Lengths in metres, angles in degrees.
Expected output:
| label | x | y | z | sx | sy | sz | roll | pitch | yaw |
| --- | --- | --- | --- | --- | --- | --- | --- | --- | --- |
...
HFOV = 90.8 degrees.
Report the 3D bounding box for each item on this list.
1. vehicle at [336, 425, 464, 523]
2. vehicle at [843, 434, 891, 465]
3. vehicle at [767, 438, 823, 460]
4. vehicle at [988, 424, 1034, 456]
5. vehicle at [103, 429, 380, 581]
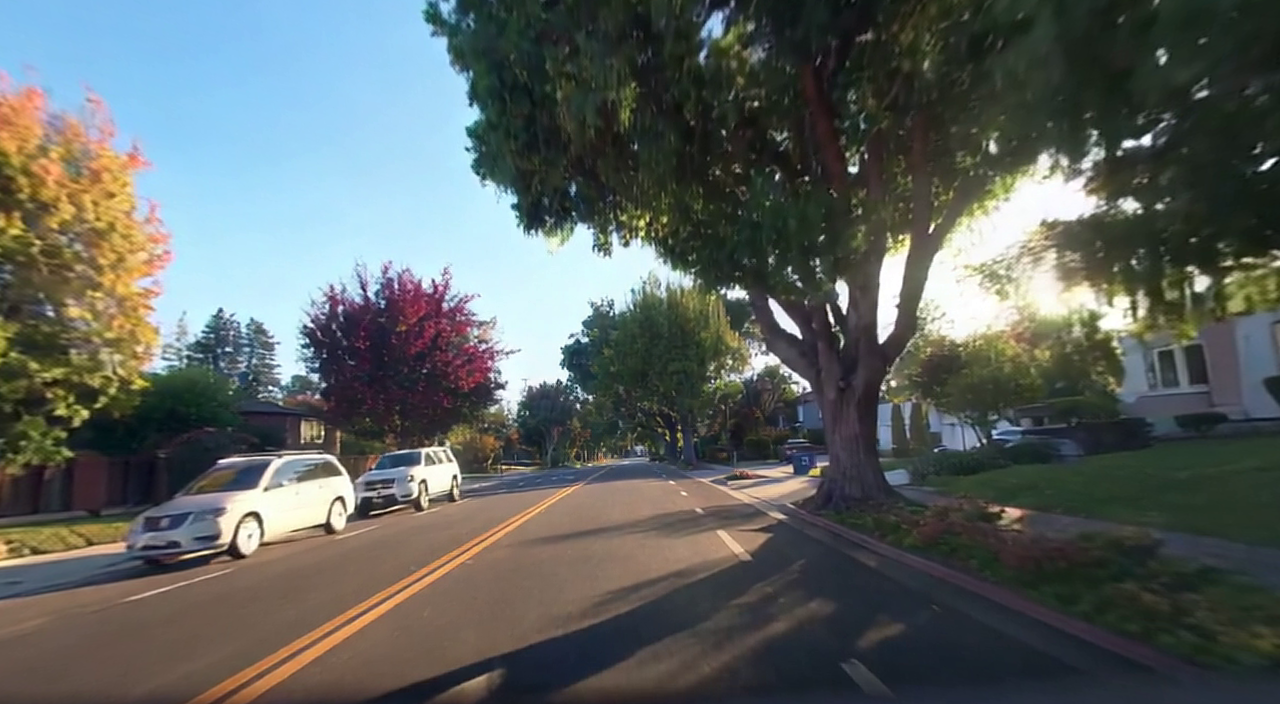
| label | x | y | z | sx | sy | sz | roll | pitch | yaw |
| --- | --- | --- | --- | --- | --- | --- | --- | --- | --- |
| vehicle | -6.872 | 3.523 | 18.601 | 2.057 | 2.317 | 4.386 | -6 | -10 | -1 |
| vehicle | 13.690 | 5.862 | 37.912 | 1.860 | 1.697 | 4.292 | -5 | -10 | 30 |
| vehicle | 9.260 | 5.855 | 38.106 | 1.922 | 1.263 | 4.664 | 0 | -9 | -3 |
| vehicle | 21.687 | 5.163 | 37.066 | 1.956 | 1.632 | 3.922 | -9 | -11 | 27 |
| vehicle | -6.967 | 2.699 | 11.867 | 2.173 | 2.020 | 4.770 | -6 | -10 | -1 |
